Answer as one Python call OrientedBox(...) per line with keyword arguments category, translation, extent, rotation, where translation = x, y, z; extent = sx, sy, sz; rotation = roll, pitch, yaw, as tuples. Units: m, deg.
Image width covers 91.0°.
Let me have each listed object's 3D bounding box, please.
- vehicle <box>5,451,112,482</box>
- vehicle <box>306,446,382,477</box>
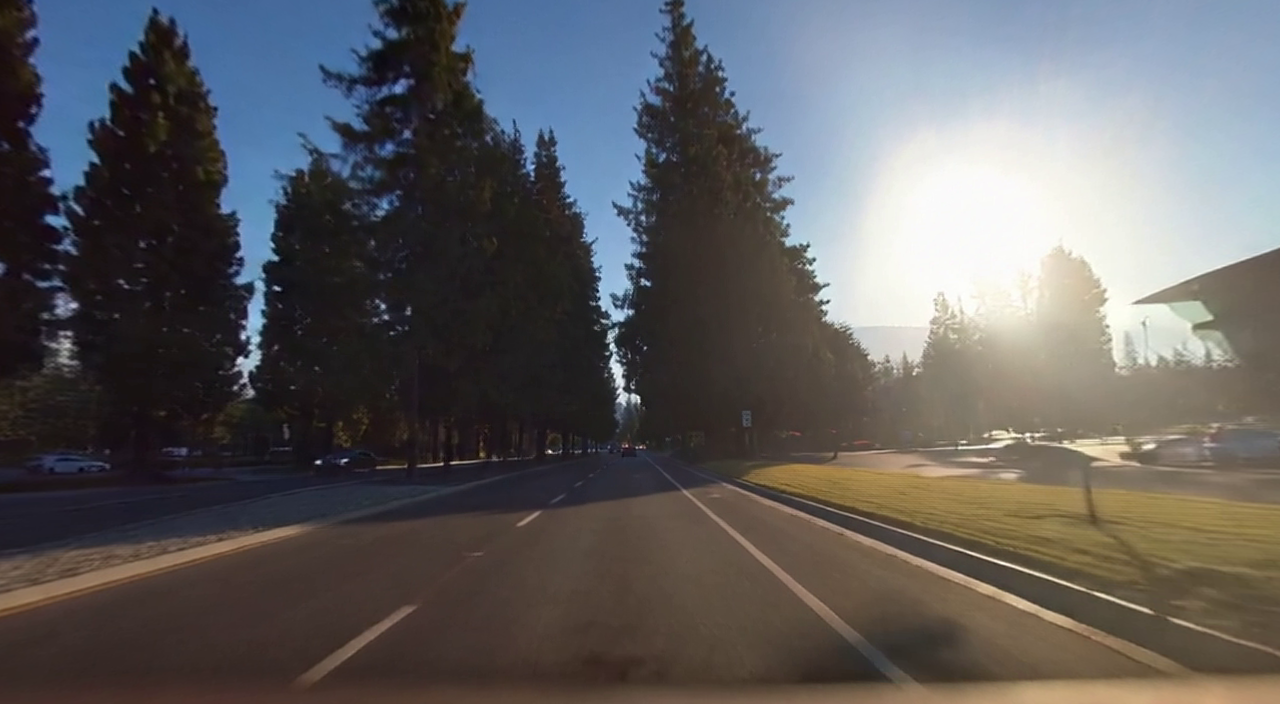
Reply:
OrientedBox(category="vehicle", translation=(-34.558, 6.791, 37.481), extent=(4.423, 1.705, 1.772), rotation=(0, -9, -1))
OrientedBox(category="vehicle", translation=(-15.669, 5.788, 33.598), extent=(1.862, 1.507, 4.424), rotation=(0, -9, 0))
